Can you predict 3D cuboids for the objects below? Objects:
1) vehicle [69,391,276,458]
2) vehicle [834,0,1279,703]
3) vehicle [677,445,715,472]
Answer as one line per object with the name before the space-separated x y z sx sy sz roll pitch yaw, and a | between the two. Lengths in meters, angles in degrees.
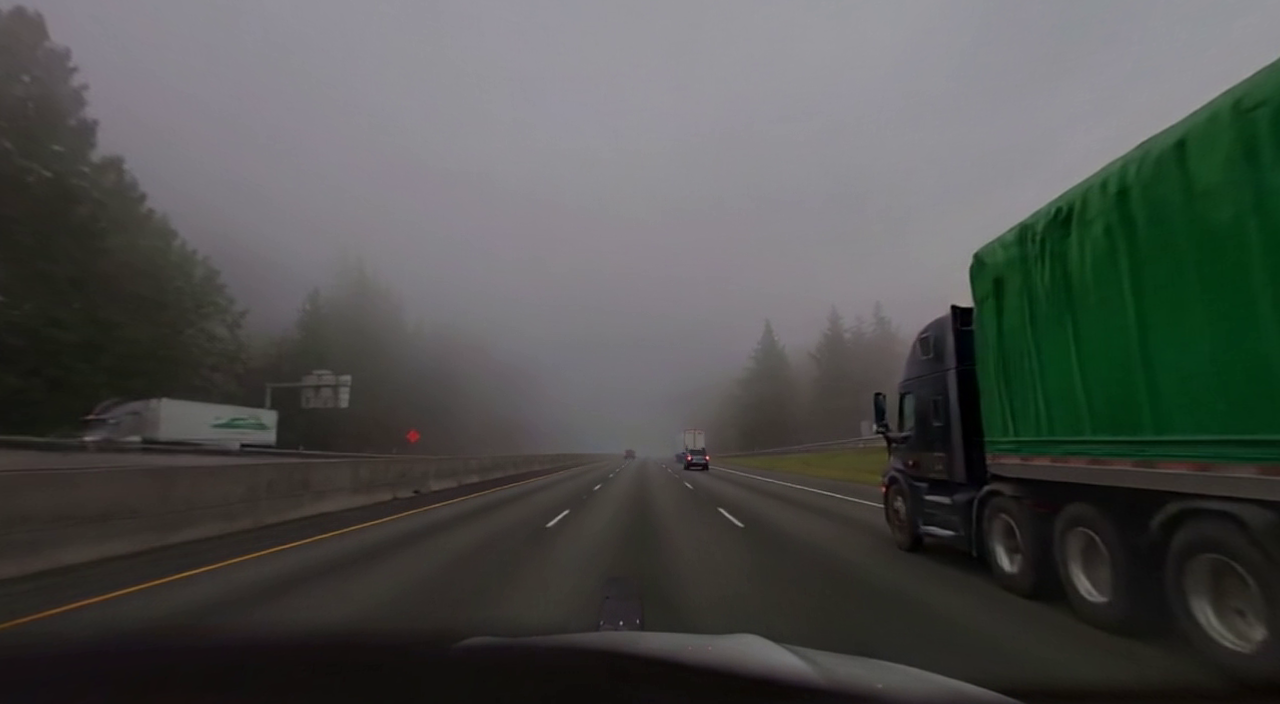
vehicle | -34.286 5.776 47.934 2.818 4.231 15.097 -1 -9 6
vehicle | 4.563 -0.810 0.810 3.115 4.407 17.026 0 -9 0
vehicle | 3.489 6.698 39.878 2.019 1.601 3.953 0 -9 0
